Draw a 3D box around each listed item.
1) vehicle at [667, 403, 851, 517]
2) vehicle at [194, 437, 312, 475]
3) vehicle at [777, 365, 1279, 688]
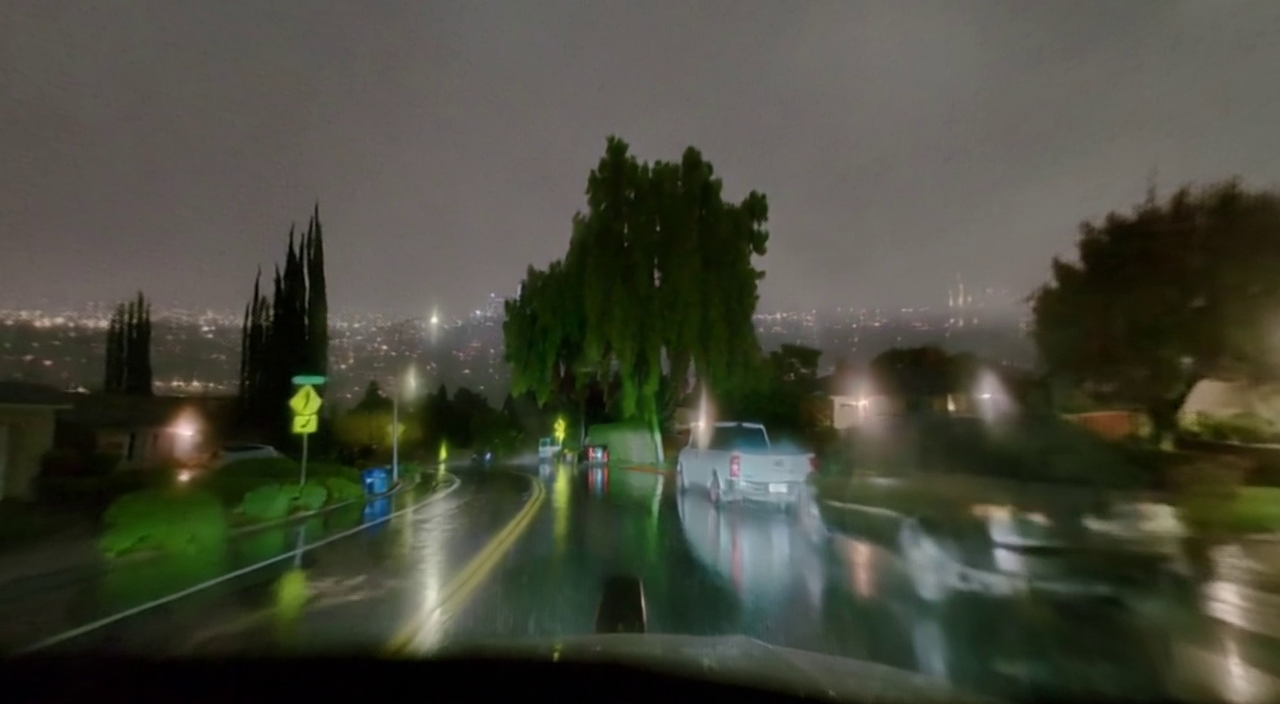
[{"bbox_3d":[2.110,2.177,13.227,2.180,1.849,5.423,0,-8,-7],"label":"vehicle"},{"bbox_3d":[-18.714,5.048,30.794,4.464,1.681,1.906,2,-9,-16],"label":"vehicle"},{"bbox_3d":[2.863,1.240,5.745,1.965,1.663,4.744,0,-8,-2],"label":"vehicle"}]
